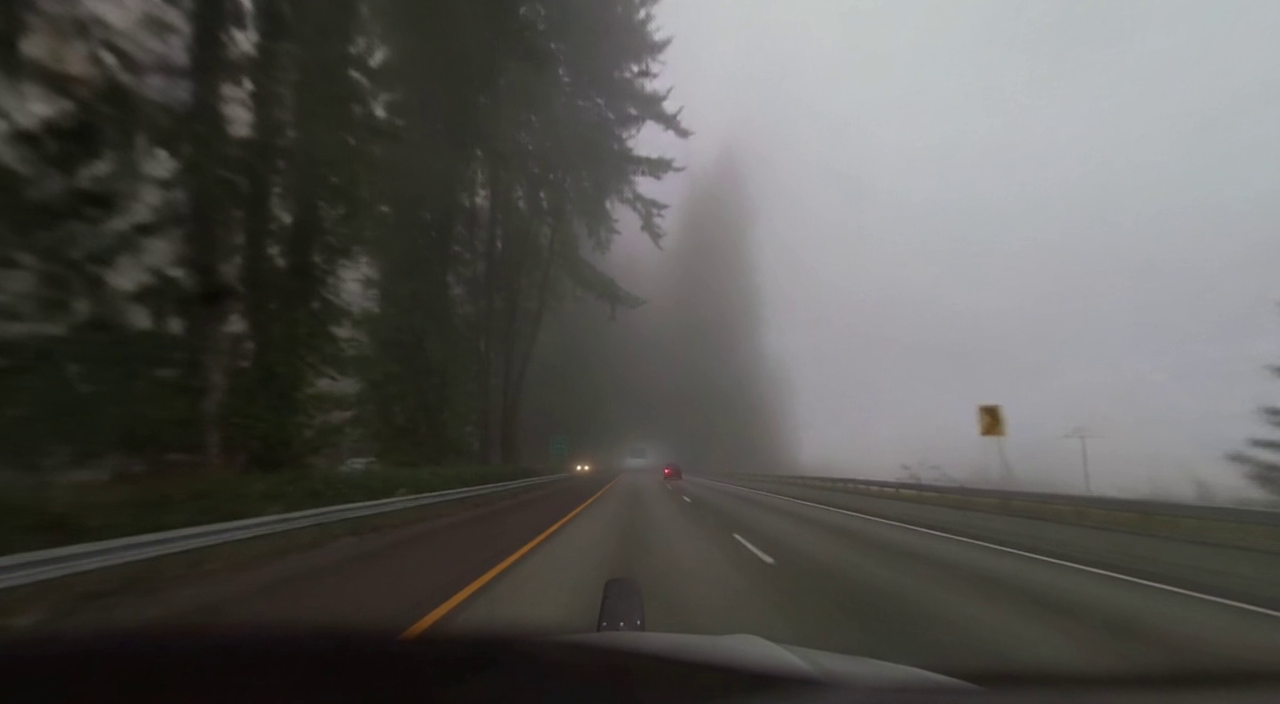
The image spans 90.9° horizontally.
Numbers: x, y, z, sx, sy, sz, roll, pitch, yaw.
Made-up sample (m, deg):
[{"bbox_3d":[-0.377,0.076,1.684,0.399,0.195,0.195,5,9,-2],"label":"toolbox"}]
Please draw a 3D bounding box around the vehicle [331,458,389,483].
[{"bbox_3d":[-19.130,8.124,43.220,1.905,1.608,4.405,1,-11,0],"label":"vehicle"}]
